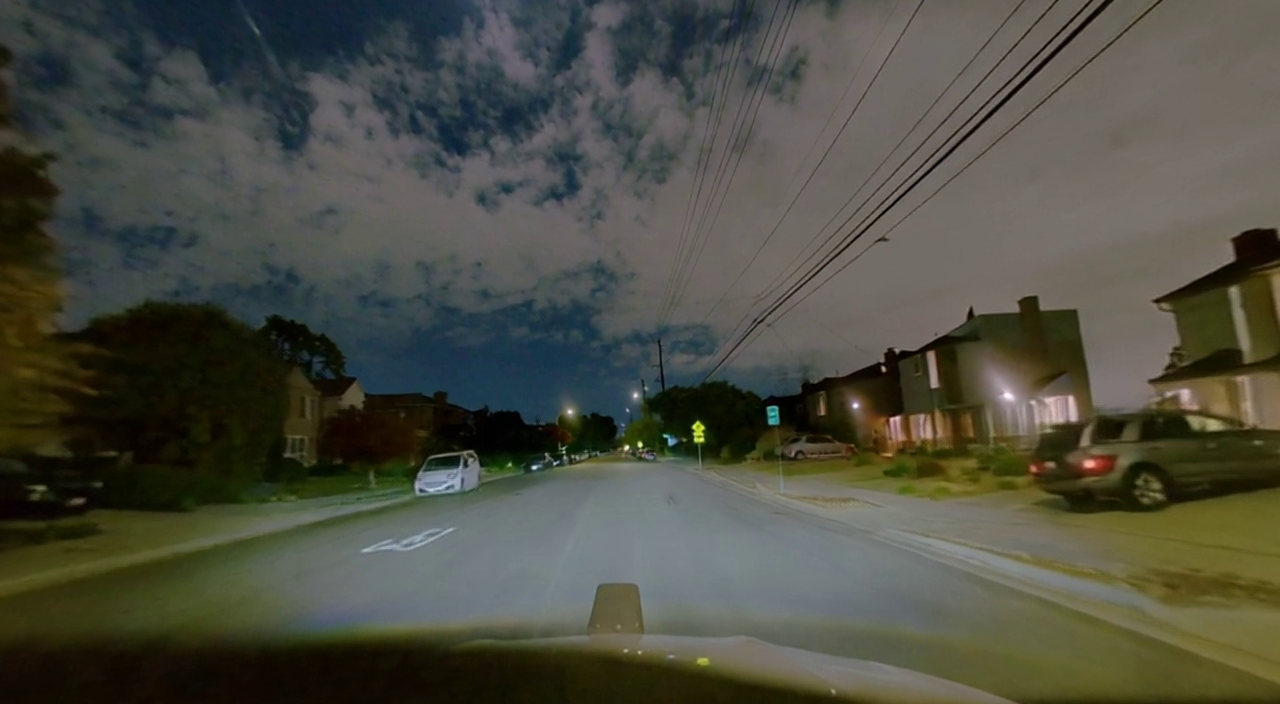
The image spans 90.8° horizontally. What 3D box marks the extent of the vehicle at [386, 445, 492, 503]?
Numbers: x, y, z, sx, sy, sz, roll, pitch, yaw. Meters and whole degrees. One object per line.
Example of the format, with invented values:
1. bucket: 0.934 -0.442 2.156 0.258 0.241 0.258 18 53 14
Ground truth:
1. vehicle: -7.026 4.308 22.770 2.162 1.757 5.201 -2 -9 -1

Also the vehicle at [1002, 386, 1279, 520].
1. vehicle: 9.561 1.712 11.282 4.822 1.864 2.100 -4 -8 -6

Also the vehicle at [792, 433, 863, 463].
1. vehicle: 12.865 6.623 43.401 4.145 1.767 1.880 -9 -10 29

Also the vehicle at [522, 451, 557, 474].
1. vehicle: -7.644 8.410 48.150 2.041 1.587 3.920 -2 -9 0

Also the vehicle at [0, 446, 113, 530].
1. vehicle: -14.885 2.809 13.376 5.395 1.615 2.132 0 -9 -2
